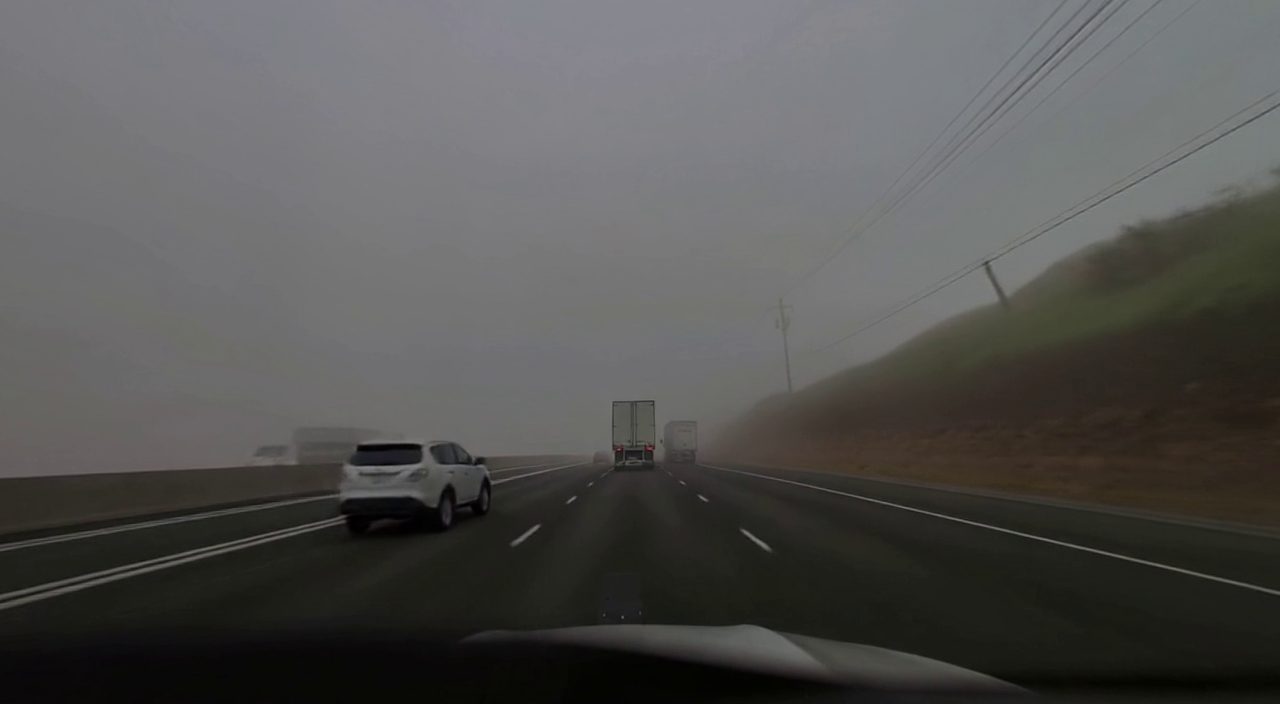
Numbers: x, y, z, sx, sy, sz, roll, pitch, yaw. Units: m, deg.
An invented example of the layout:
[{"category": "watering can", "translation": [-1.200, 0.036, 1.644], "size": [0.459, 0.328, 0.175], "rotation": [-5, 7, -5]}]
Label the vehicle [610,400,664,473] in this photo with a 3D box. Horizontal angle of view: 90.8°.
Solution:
[{"category": "vehicle", "translation": [-0.137, 5.476, 40.225], "size": [2.985, 4.025, 10.982], "rotation": [0, -9, 0]}]

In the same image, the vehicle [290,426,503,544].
[{"category": "vehicle", "translation": [-3.964, 2.237, 11.236], "size": [2.050, 1.679, 4.253], "rotation": [0, -9, 0]}]
